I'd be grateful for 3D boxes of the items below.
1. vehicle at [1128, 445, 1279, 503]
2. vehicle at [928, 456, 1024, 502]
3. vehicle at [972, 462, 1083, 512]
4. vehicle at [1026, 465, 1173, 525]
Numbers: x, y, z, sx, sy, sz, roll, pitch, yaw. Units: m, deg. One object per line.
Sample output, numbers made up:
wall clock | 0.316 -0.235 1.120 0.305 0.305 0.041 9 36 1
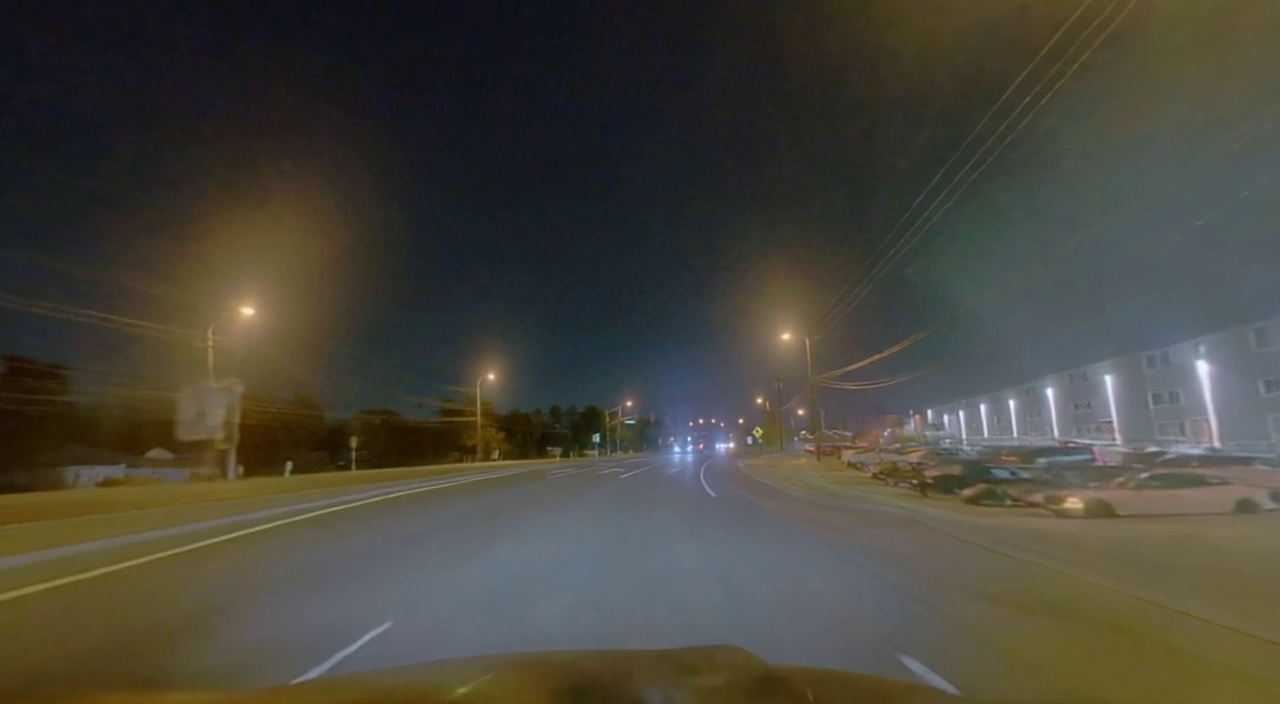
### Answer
vehicle | 21.483 4.420 23.448 2.119 1.874 4.855 2 -9 -13
vehicle | 14.125 5.228 26.391 4.456 1.693 2.017 8 -12 -42
vehicle | 13.975 4.775 22.651 4.514 1.495 1.748 6 -11 -36
vehicle | 14.006 4.247 19.151 4.475 1.492 1.925 5 -10 -31
